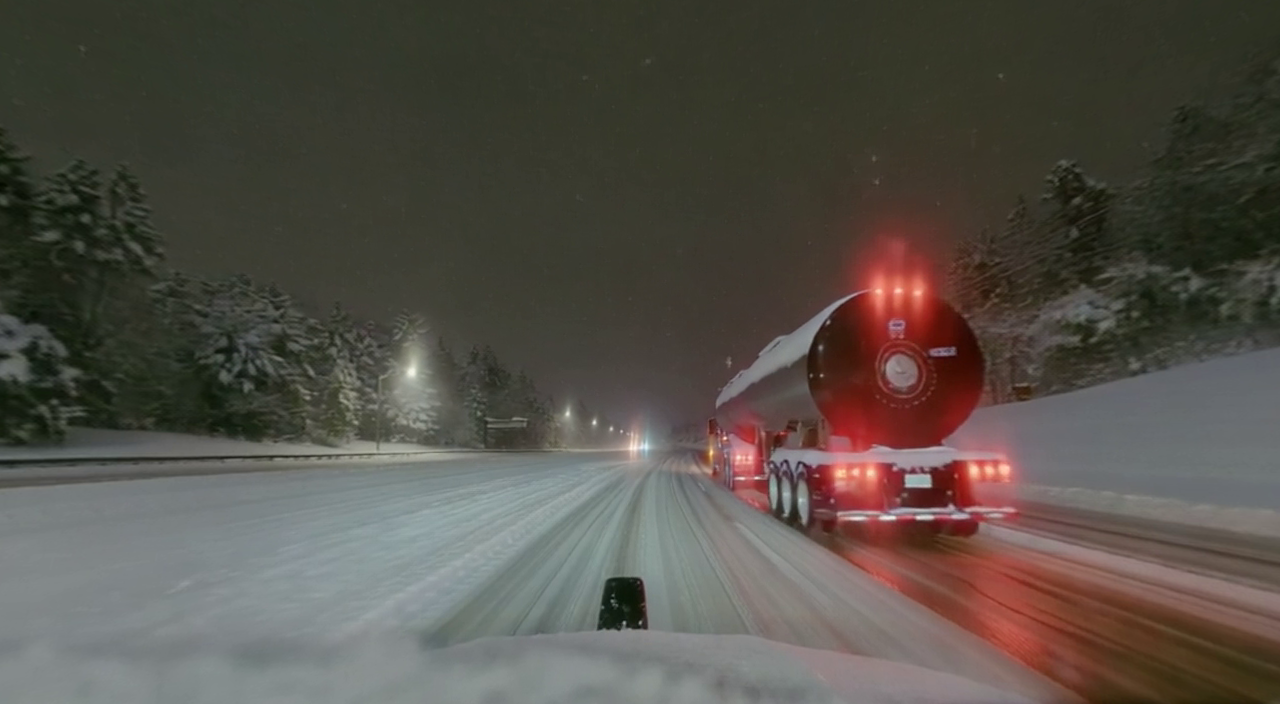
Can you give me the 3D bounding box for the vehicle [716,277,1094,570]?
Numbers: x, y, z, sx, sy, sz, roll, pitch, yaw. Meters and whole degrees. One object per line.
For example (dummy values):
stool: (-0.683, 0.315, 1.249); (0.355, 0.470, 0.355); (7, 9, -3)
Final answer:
vehicle: (4.074, 1.880, 14.965); (2.880, 3.624, 14.397); (0, -8, 1)
